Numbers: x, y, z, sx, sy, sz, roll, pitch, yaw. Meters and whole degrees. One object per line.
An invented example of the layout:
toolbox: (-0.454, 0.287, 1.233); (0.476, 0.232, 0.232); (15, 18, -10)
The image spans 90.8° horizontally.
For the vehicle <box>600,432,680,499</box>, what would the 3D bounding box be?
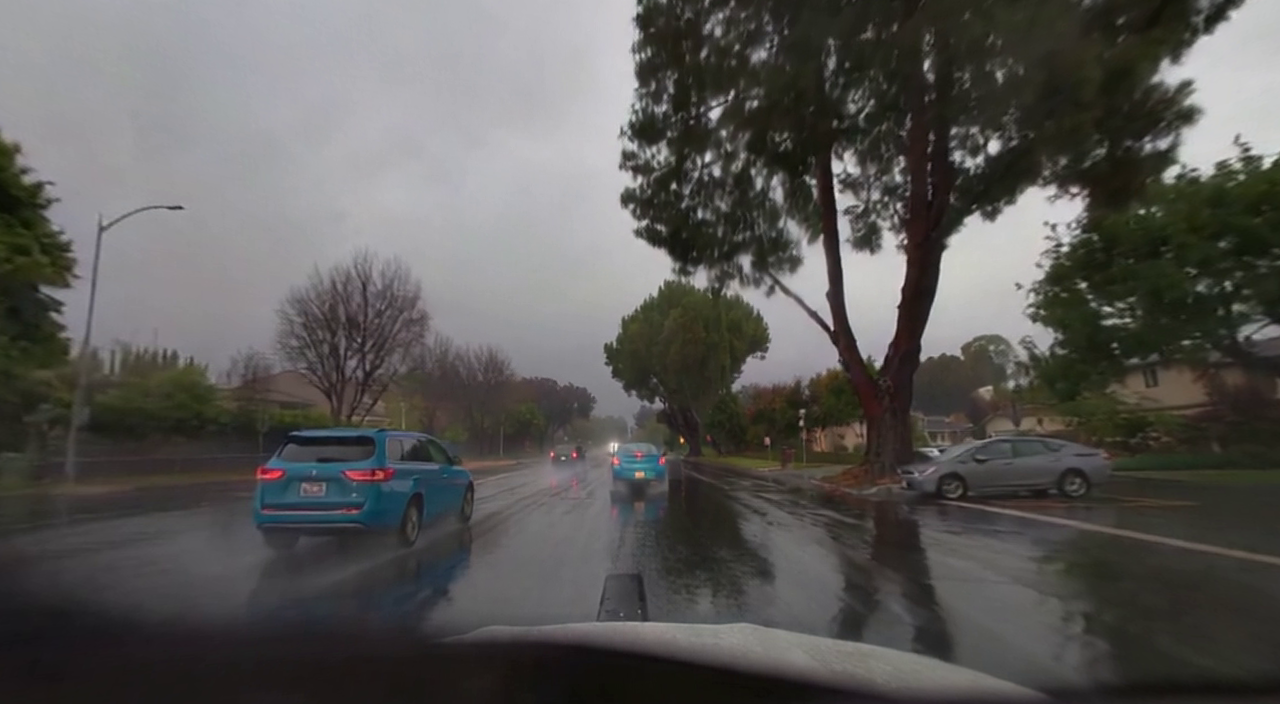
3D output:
vehicle: (-0.018, 3.408, 19.374); (2.131, 1.761, 4.242); (1, -9, 0)

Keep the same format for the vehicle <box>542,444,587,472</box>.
vehicle: (-4.346, 6.170, 37.075); (2.014, 1.493, 4.658); (1, -9, 0)

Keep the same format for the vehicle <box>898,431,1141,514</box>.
vehicle: (8.877, 2.837, 15.133); (4.497, 1.743, 1.983); (1, -9, 1)

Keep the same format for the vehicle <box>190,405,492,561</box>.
vehicle: (-3.985, 1.849, 9.616); (2.243, 1.722, 4.621); (1, -9, 1)
